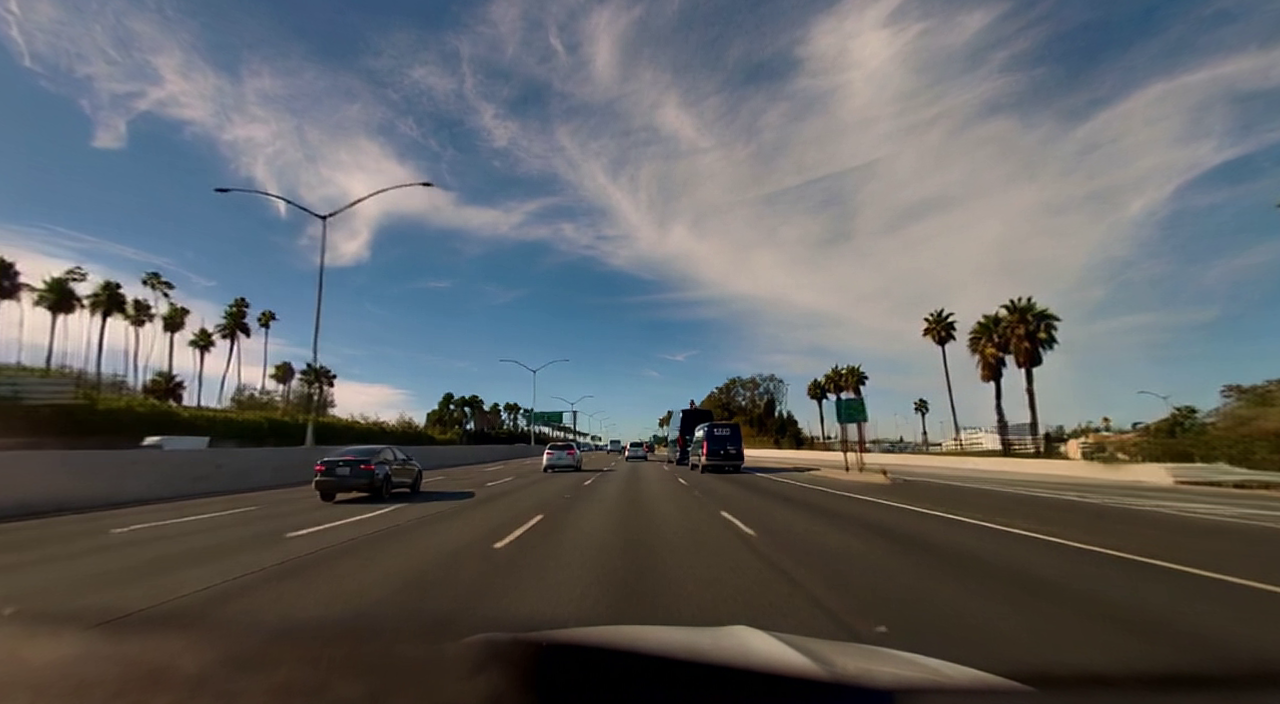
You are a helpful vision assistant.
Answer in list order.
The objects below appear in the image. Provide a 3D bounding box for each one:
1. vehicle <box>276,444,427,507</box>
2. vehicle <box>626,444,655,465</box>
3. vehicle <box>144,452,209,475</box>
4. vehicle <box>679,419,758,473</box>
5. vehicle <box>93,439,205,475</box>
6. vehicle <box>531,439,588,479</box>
[{"bbox_3d":[-7.647,3.306,17.269,2.050,1.487,4.372,0,-9,0],"label":"vehicle"},{"bbox_3d":[0.042,7.794,48.005,2.085,1.507,4.096,0,-9,0],"label":"vehicle"},{"bbox_3d":[-31.753,7.632,43.261,1.649,1.463,3.657,0,-9,1],"label":"vehicle"},{"bbox_3d":[4.227,5.731,38.033,2.891,2.596,15.534,0,-9,0],"label":"vehicle"},{"bbox_3d":[-36.025,7.752,46.603,2.301,2.392,7.242,0,-9,1],"label":"vehicle"},{"bbox_3d":[-3.577,4.837,28.635,2.017,1.683,4.094,0,-9,0],"label":"vehicle"}]
